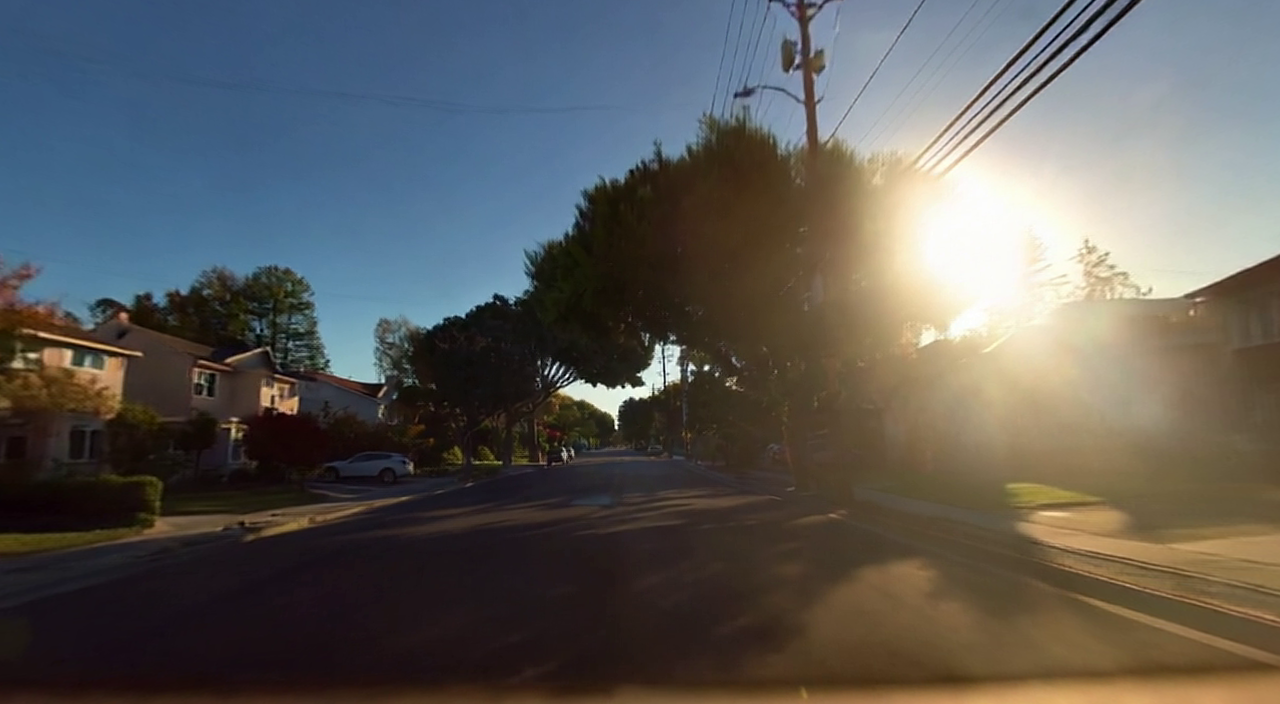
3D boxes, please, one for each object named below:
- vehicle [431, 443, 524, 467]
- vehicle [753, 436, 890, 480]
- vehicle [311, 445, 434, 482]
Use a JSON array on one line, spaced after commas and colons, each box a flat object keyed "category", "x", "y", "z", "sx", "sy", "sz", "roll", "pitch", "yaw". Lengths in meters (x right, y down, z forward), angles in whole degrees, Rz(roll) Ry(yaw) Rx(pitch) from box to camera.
[{"category": "vehicle", "x": -12.603, "y": 8.045, "z": 49.417, "sx": 6.619, "sy": 1.759, "sz": 2.632, "roll": 0, "pitch": -8, "yaw": -2}, {"category": "vehicle", "x": 8.720, "y": 5.132, "z": 30.863, "sx": 5.890, "sy": 1.896, "sz": 2.459, "roll": -1, "pitch": -8, "yaw": -1}, {"category": "vehicle", "x": -11.401, "y": 4.778, "z": 27.191, "sx": 4.371, "sy": 1.482, "sz": 1.954, "roll": 0, "pitch": -9, "yaw": -3}]
